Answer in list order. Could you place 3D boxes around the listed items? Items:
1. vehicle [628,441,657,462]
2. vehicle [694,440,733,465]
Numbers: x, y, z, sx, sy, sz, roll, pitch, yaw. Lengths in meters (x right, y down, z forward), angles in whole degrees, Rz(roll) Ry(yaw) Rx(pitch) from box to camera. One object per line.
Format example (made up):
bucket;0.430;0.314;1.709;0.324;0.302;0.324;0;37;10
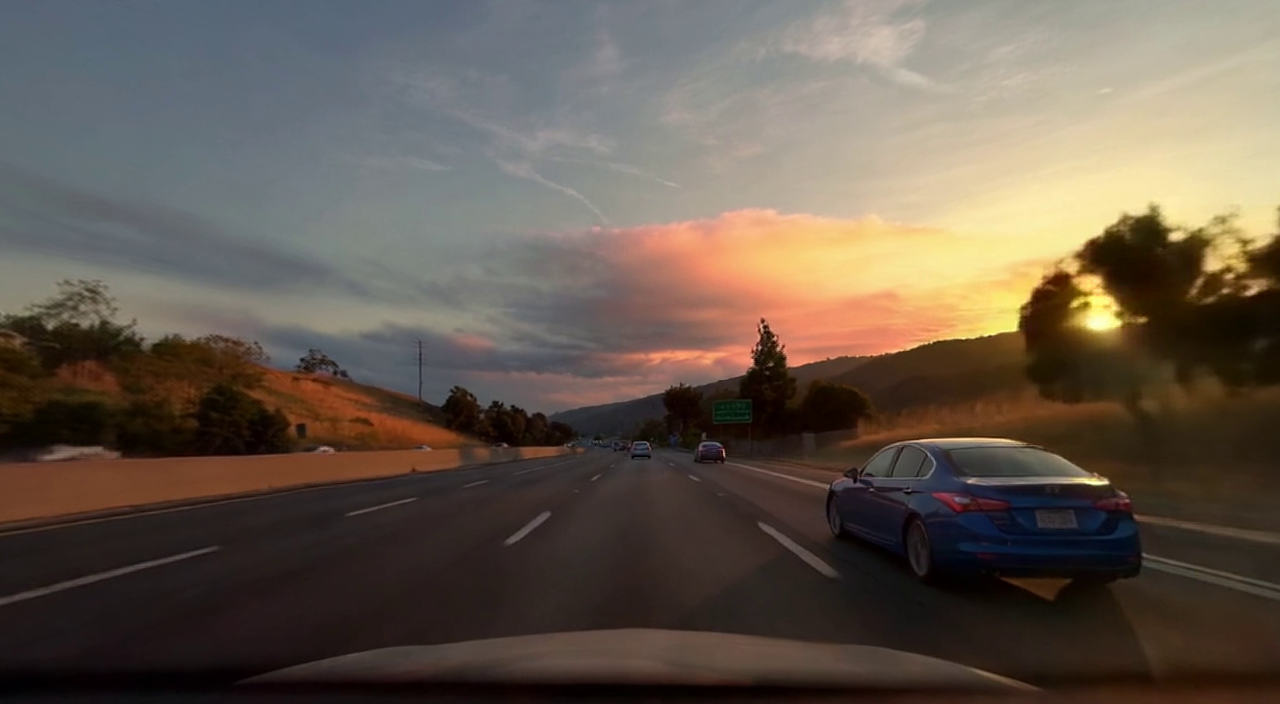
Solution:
vehicle;0.180;7.410;46.955;2.052;1.449;3.857;0;-8;0
vehicle;4.740;6.560;41.139;2.008;1.524;4.598;0;-8;-1
